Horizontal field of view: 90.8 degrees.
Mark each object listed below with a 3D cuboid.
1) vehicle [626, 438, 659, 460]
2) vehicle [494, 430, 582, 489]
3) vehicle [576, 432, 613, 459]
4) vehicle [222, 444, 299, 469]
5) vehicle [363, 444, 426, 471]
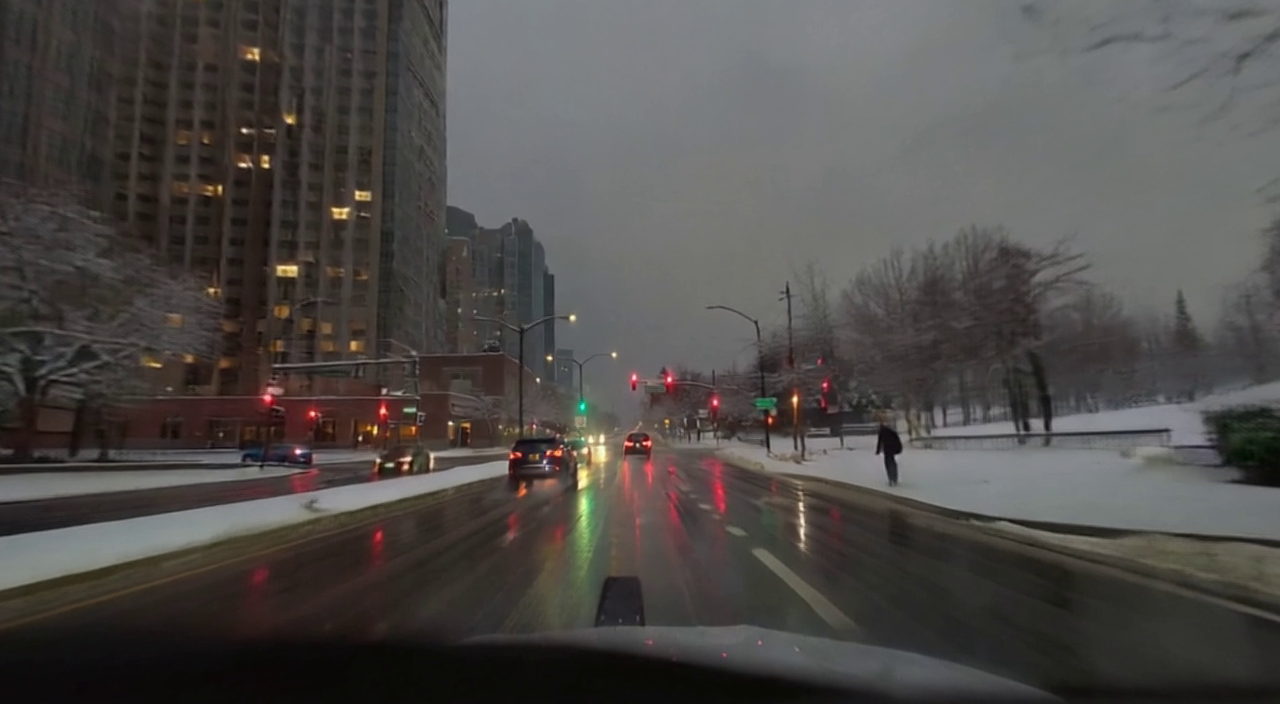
[{"bbox_3d":[0.165,6.528,42.607,2.095,1.438,3.843,0,-8,0],"label":"vehicle"},{"bbox_3d":[-3.231,3.512,21.011,2.116,1.725,4.315,0,-8,1],"label":"vehicle"},{"bbox_3d":[-3.145,6.626,44.640,2.152,1.802,4.628,-1,-8,1],"label":"vehicle"},{"bbox_3d":[-29.621,8.158,49.415,4.684,1.806,2.073,0,-8,-2],"label":"vehicle"},{"bbox_3d":[-14.660,6.307,38.028,1.918,1.513,4.581,0,-8,0],"label":"vehicle"}]
